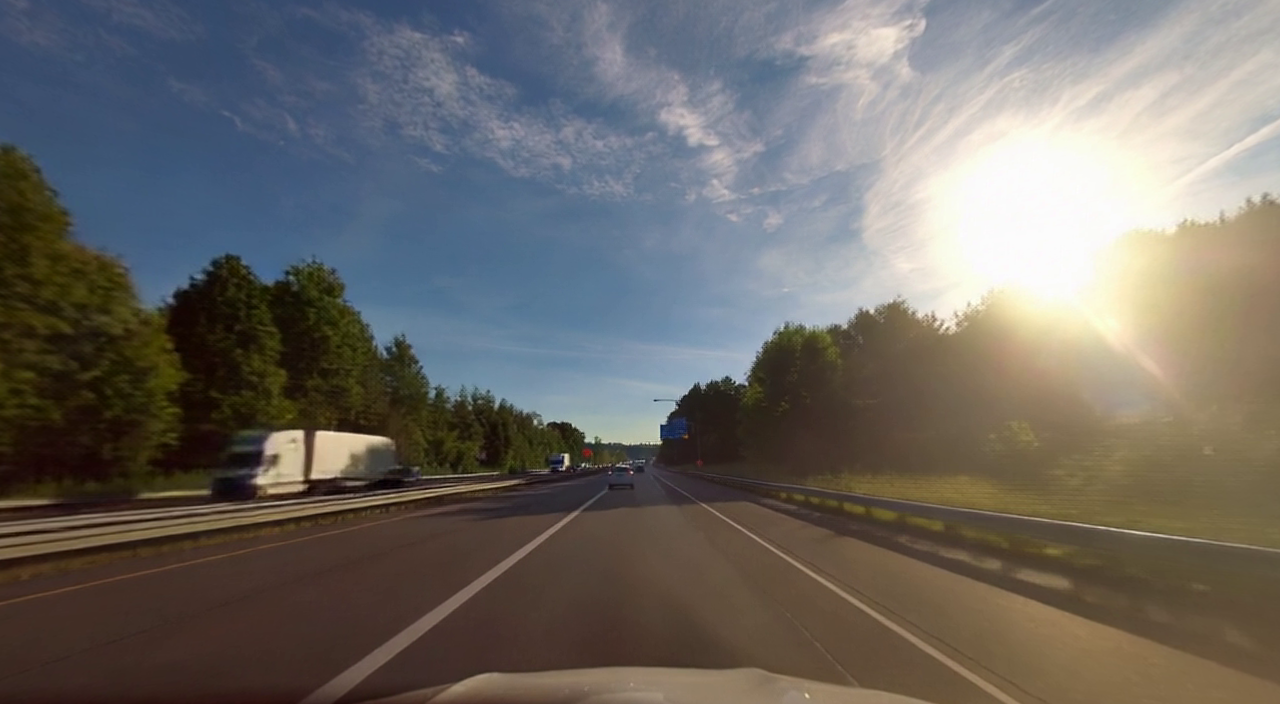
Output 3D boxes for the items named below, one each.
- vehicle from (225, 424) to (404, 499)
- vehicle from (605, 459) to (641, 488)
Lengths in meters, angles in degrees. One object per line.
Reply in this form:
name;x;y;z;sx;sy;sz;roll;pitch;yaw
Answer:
vehicle;-16.879;6.019;34.394;3.033;3.267;12.435;0;-10;1
vehicle;-0.990;7.579;39.271;2.104;1.655;4.039;0;-10;1
